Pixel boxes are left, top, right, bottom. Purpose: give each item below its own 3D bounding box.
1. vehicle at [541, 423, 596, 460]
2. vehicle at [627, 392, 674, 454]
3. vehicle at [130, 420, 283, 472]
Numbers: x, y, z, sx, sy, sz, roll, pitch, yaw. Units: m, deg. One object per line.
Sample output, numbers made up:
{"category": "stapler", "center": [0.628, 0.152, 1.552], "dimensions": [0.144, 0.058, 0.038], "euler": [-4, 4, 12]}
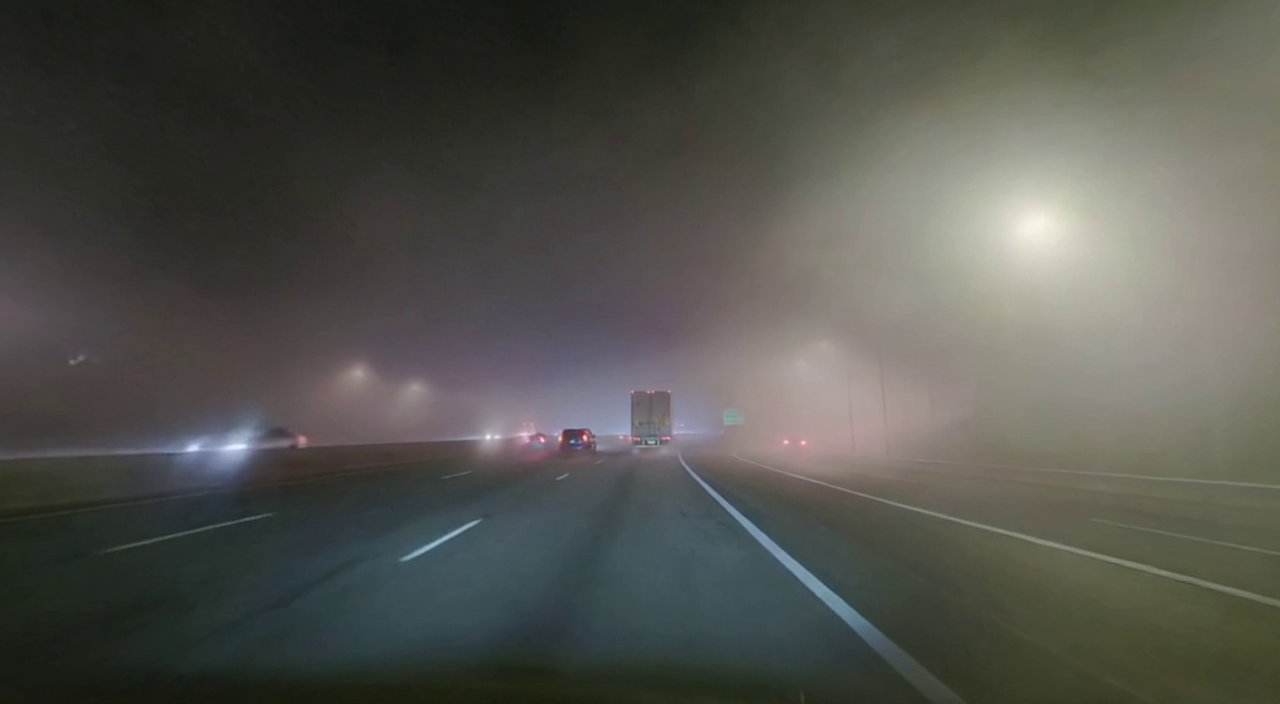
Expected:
{"category": "vehicle", "center": [-3.654, 4.667, 32.916], "dimensions": [2.119, 1.787, 4.655], "euler": [0, -8, 3]}
{"category": "vehicle", "center": [0.764, 5.357, 46.318], "dimensions": [3.024, 4.019, 10.605], "euler": [0, -8, 1]}
{"category": "vehicle", "center": [-16.321, 3.571, 24.115], "dimensions": [2.110, 1.785, 5.023], "euler": [0, -8, 2]}
